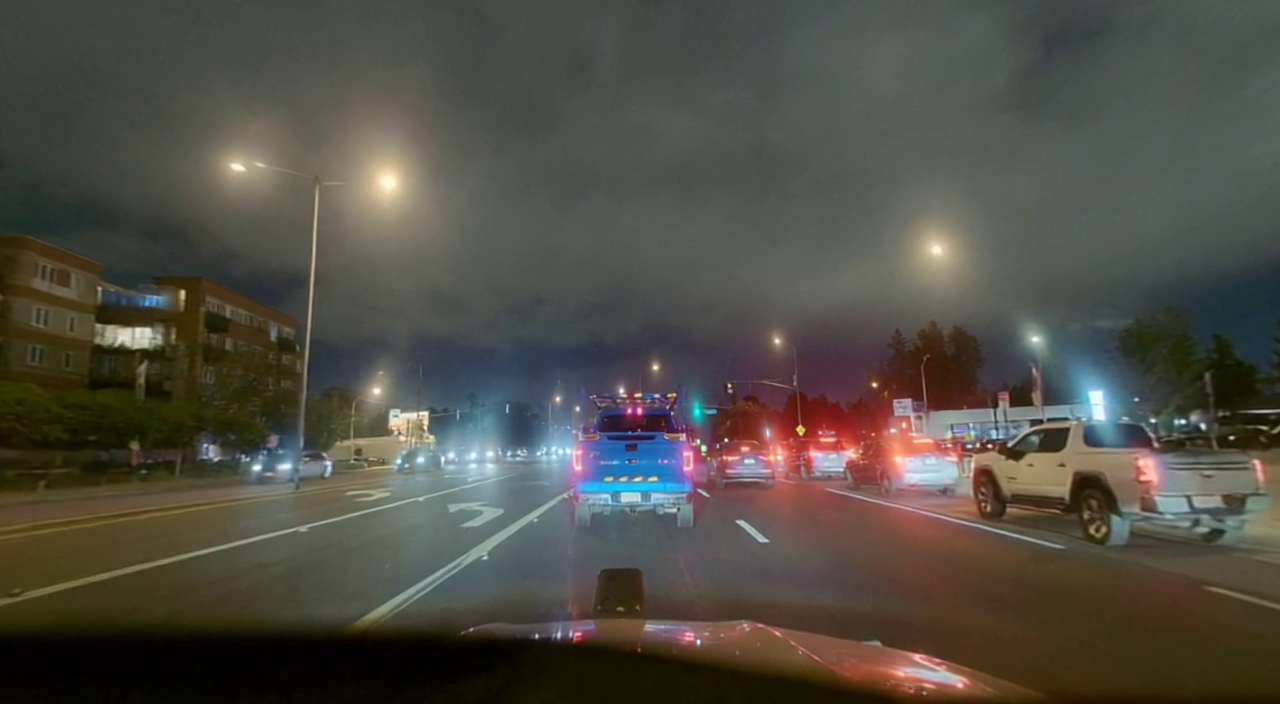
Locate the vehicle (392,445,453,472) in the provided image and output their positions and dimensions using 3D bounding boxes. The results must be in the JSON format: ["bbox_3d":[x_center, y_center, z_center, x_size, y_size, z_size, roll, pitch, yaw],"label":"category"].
[{"bbox_3d":[-12.281,6.032,36.022,1.906,1.461,4.333,0,-9,1],"label":"vehicle"}]

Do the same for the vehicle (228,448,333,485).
[{"bbox_3d":[-16.071,5.105,28.595,1.910,1.485,4.802,0,-9,0],"label":"vehicle"}]

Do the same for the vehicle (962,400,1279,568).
[{"bbox_3d":[6.837,1.738,9.024,2.023,1.771,4.488,0,-9,-1],"label":"vehicle"}]

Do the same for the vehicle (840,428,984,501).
[{"bbox_3d":[7.083,2.972,17.045,1.931,1.692,4.267,0,-9,0],"label":"vehicle"}]

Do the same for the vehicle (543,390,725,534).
[{"bbox_3d":[-0.122,2.061,12.294,2.682,2.117,5.706,0,-9,-1],"label":"vehicle"}]

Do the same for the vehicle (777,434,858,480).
[{"bbox_3d":[7.078,4.234,25.687,1.953,1.665,4.327,0,-9,-2],"label":"vehicle"}]

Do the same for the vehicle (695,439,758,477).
[{"bbox_3d":[3.554,4.433,26.699,1.960,1.474,4.279,0,-9,-1],"label":"vehicle"}]
